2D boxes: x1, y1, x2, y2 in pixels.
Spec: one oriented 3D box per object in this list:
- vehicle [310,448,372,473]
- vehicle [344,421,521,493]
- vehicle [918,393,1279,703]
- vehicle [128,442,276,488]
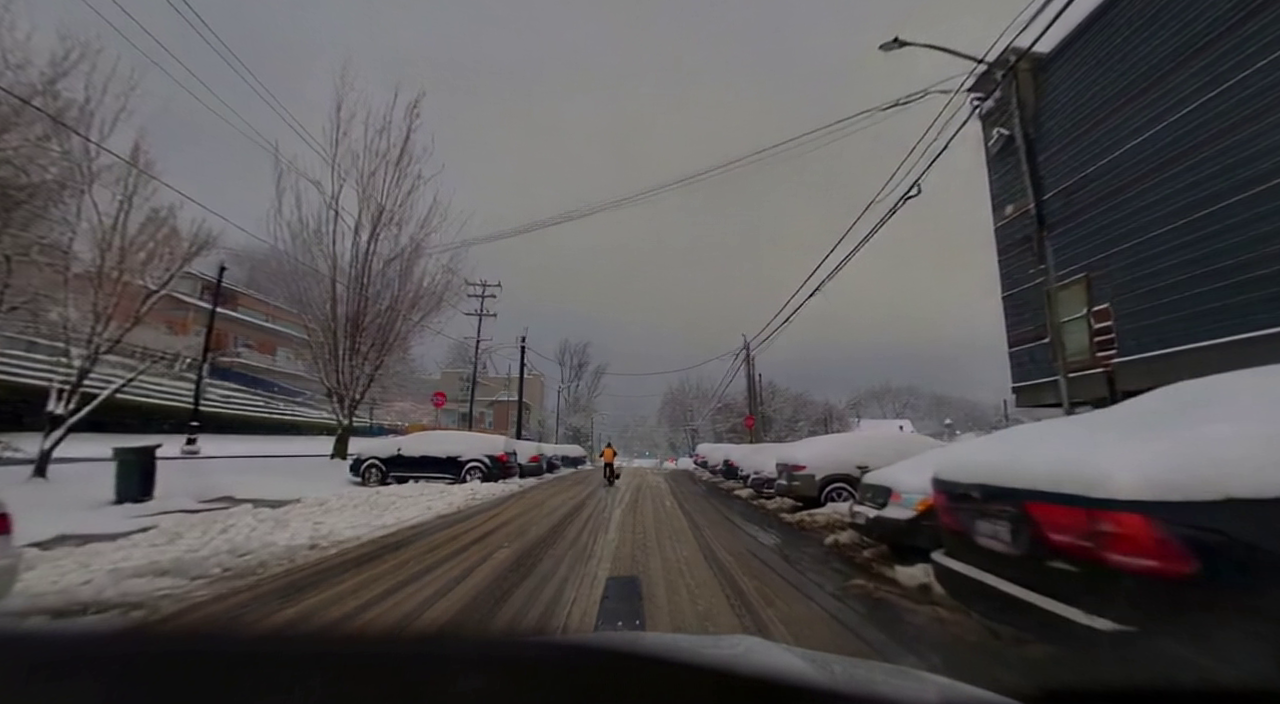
[{"bbox_3d":[-19.046,6.897,40.480,1.834,1.459,4.181,0,-8,2],"label":"vehicle"},{"bbox_3d":[-6.326,3.269,19.734,4.727,1.976,1.970,2,-10,2],"label":"vehicle"},{"bbox_3d":[5.013,1.128,3.640,5.762,1.626,2.184,0,-8,1],"label":"vehicle"},{"bbox_3d":[-15.643,4.045,22.958,1.840,1.477,4.693,-1,-8,3],"label":"vehicle"}]
